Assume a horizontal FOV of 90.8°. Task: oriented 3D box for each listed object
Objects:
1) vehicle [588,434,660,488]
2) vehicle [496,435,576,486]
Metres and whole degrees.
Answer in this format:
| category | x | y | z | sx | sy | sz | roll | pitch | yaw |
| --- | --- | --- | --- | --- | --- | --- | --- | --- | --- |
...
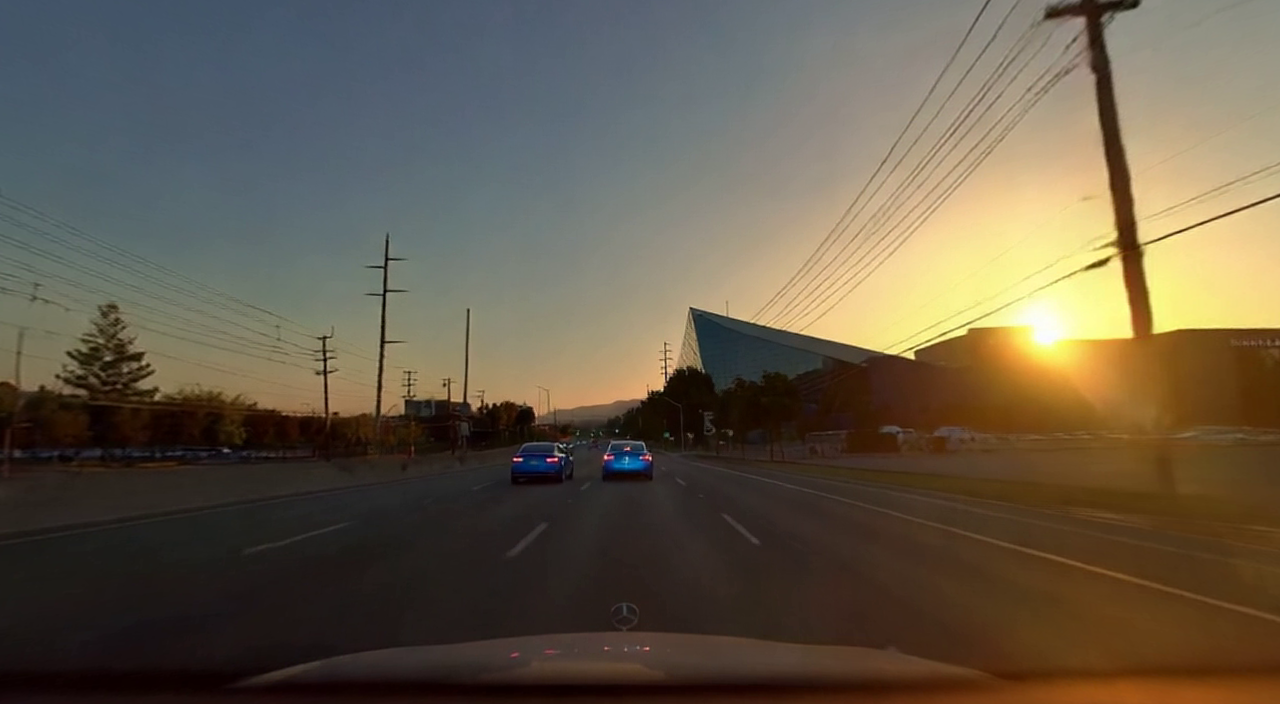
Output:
| category | x | y | z | sx | sy | sz | roll | pitch | yaw |
| --- | --- | --- | --- | --- | --- | --- | --- | --- | --- |
| vehicle | -0.497 | 3.670 | 21.574 | 2.189 | 1.652 | 4.135 | 0 | -9 | 0 |
| vehicle | -3.591 | 3.866 | 22.757 | 1.985 | 1.607 | 4.892 | 0 | -9 | 1 |
